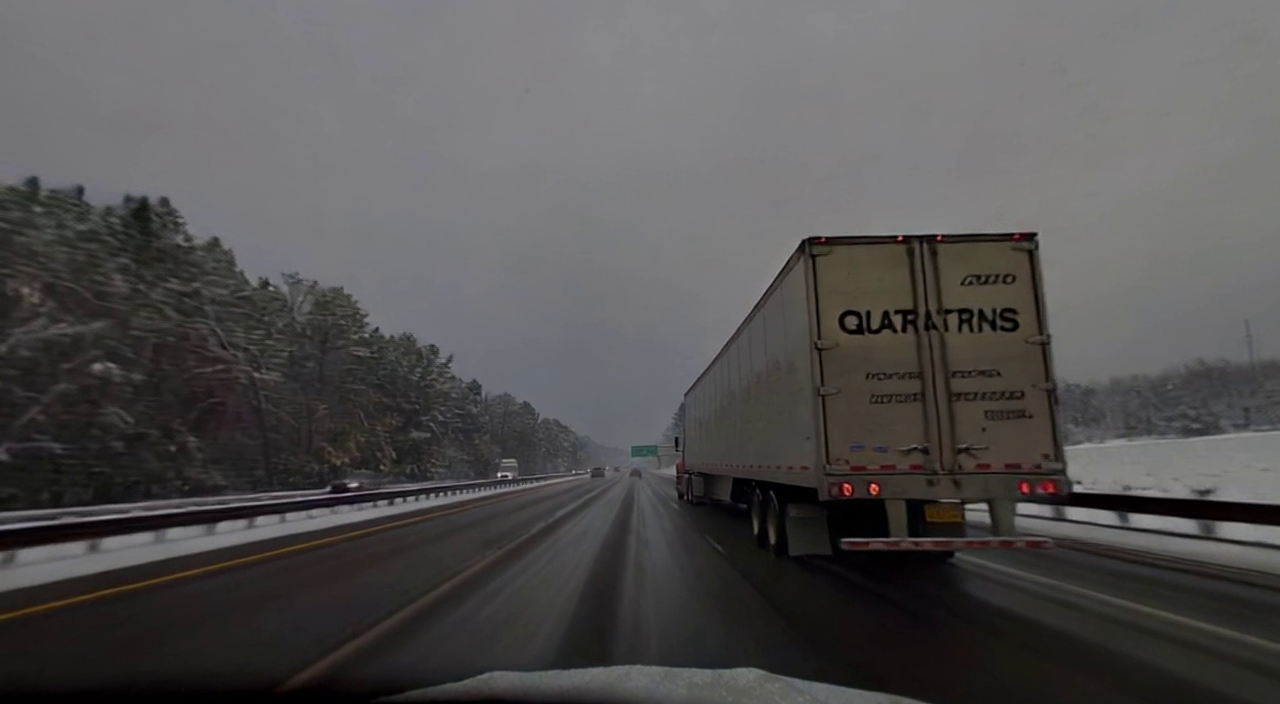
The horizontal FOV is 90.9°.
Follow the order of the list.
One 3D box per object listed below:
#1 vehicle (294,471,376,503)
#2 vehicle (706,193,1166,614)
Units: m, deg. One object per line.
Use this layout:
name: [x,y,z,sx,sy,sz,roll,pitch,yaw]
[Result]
vehicle: [-17.224,7.649,35.917,2.088,1.600,4.994,0,-11,1]
vehicle: [3.284,1.350,11.313,2.871,4.032,10.642,1,-11,-1]
